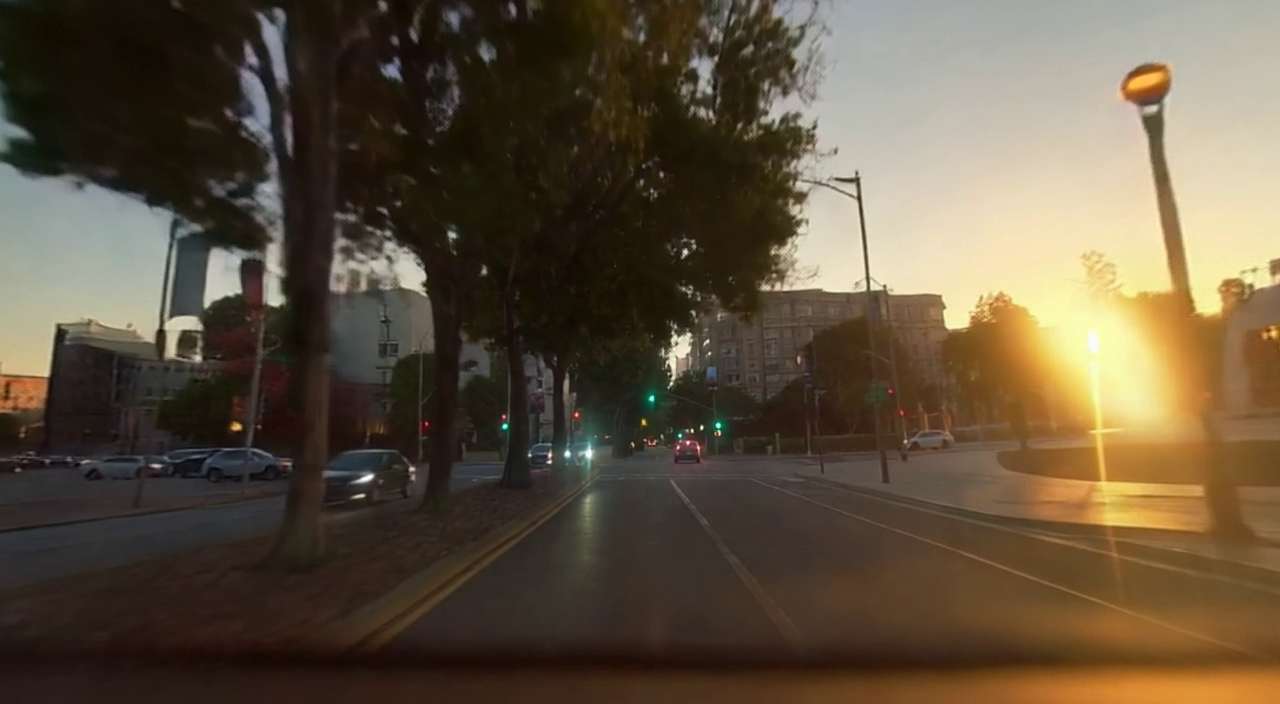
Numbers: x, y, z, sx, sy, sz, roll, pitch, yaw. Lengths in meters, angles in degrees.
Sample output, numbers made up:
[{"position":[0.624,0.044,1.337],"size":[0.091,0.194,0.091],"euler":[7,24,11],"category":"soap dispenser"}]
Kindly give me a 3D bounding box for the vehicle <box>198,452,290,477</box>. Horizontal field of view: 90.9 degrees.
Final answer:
[{"position":[-24.569,6.982,39.220],"size":[4.359,1.457,2.043],"euler":[0,-8,2],"category":"vehicle"}]

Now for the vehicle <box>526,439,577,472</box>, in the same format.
[{"position":[-4.652,5.531,33.842],"size":[1.991,1.614,4.718],"euler":[0,-8,1],"category":"vehicle"}]

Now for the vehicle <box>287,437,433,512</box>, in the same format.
[{"position":[-7.575,3.328,17.660],"size":[1.962,1.807,4.541],"euler":[0,-8,1],"category":"vehicle"}]

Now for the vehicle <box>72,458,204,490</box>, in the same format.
[{"position":[-24.868,6.040,31.332],"size":[4.815,1.469,2.056],"euler":[0,-8,1],"category":"vehicle"}]

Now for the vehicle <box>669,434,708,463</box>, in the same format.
[{"position":[3.048,6.192,40.503],"size":[2.129,1.719,4.205],"euler":[0,-8,-1],"category":"vehicle"}]

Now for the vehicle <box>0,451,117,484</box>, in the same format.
[{"position":[-33.175,6.554,35.958],"size":[4.673,1.771,2.118],"euler":[0,-9,1],"category":"vehicle"}]

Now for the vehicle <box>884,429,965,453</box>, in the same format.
[{"position":[18.973,5.975,42.193],"size":[4.459,1.525,1.956],"euler":[0,-8,0],"category":"vehicle"}]
